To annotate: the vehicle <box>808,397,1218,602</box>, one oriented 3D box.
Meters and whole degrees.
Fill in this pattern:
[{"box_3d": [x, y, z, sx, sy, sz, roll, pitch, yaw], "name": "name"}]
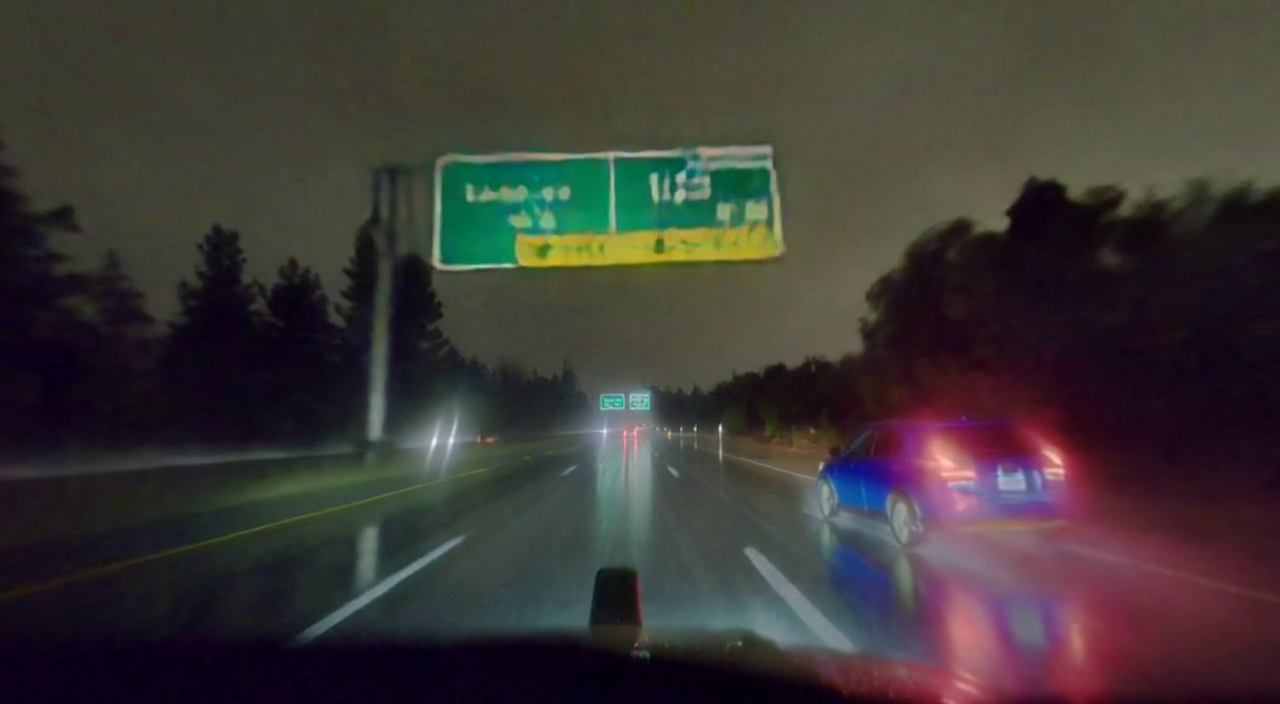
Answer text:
[{"box_3d": [3.423, 1.404, 6.890, 1.973, 1.563, 3.959, 0, -8, -2], "name": "vehicle"}]
